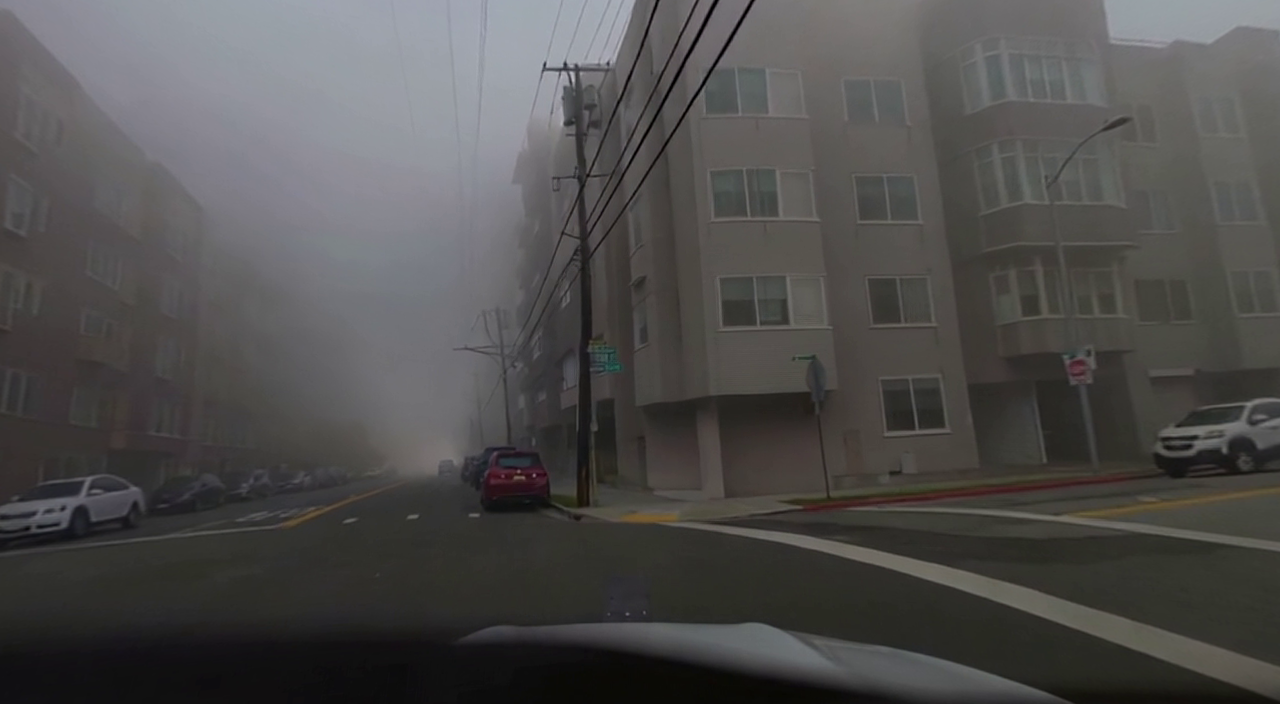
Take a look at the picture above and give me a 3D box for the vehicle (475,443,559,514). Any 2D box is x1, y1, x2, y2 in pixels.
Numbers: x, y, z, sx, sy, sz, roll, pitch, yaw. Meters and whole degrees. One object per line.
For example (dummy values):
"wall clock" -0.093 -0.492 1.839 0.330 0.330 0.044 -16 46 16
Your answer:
"vehicle" -3.894 3.774 19.293 2.164 1.721 4.416 -2 -8 -15

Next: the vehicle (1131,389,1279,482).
"vehicle" 15.750 2.064 16.482 4.259 2.102 2.376 -1 -5 -17

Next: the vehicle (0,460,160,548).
"vehicle" -14.972 3.861 16.636 2.140 1.874 4.475 2 -9 -17

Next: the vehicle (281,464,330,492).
"vehicle" -22.314 8.392 42.192 2.032 1.641 4.162 2 -9 -17
